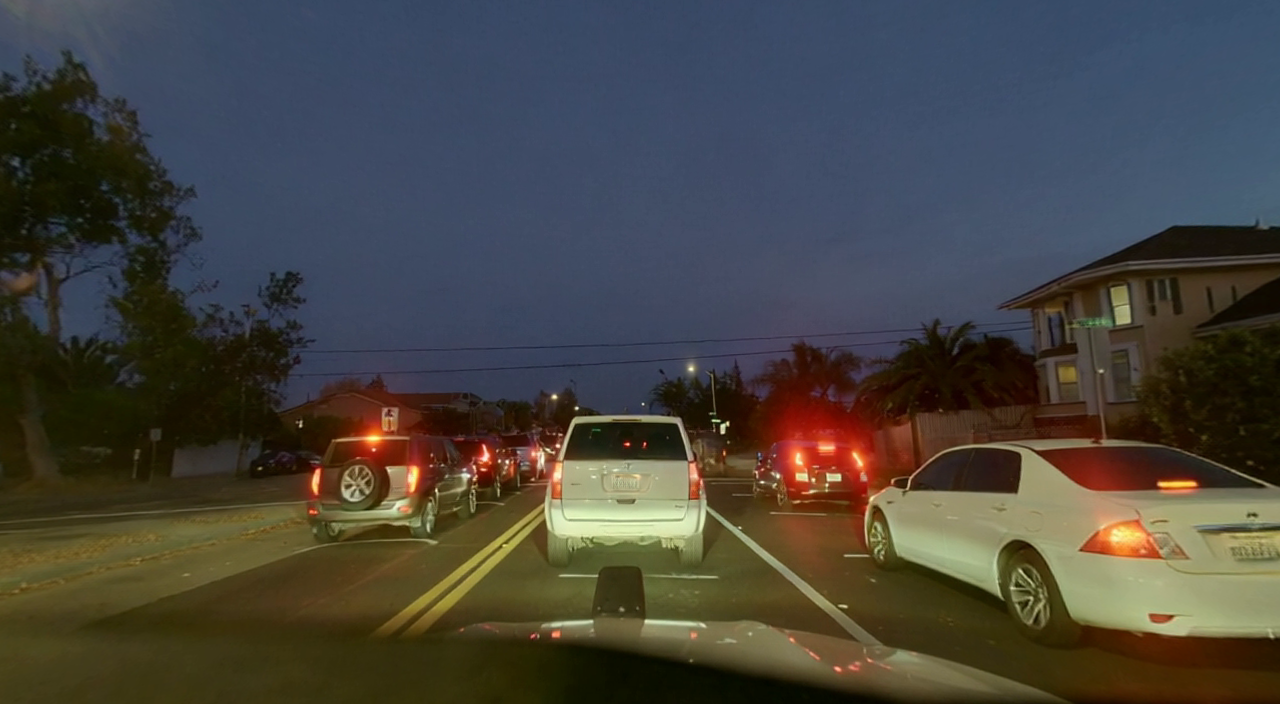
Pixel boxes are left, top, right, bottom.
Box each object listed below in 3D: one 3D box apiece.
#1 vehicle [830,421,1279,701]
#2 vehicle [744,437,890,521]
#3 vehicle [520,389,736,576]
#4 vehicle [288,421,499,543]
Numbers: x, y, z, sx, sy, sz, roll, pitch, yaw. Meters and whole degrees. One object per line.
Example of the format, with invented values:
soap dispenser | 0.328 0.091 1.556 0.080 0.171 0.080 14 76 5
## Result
vehicle | 3.473 1.462 5.766 1.977 1.480 4.589 0 -8 -1
vehicle | 3.472 2.546 13.240 1.880 1.476 3.932 0 -8 0
vehicle | -0.207 1.616 8.550 2.164 1.867 4.254 0 -8 -2
vehicle | -3.723 2.023 10.520 1.864 1.576 4.324 0 -8 -2
